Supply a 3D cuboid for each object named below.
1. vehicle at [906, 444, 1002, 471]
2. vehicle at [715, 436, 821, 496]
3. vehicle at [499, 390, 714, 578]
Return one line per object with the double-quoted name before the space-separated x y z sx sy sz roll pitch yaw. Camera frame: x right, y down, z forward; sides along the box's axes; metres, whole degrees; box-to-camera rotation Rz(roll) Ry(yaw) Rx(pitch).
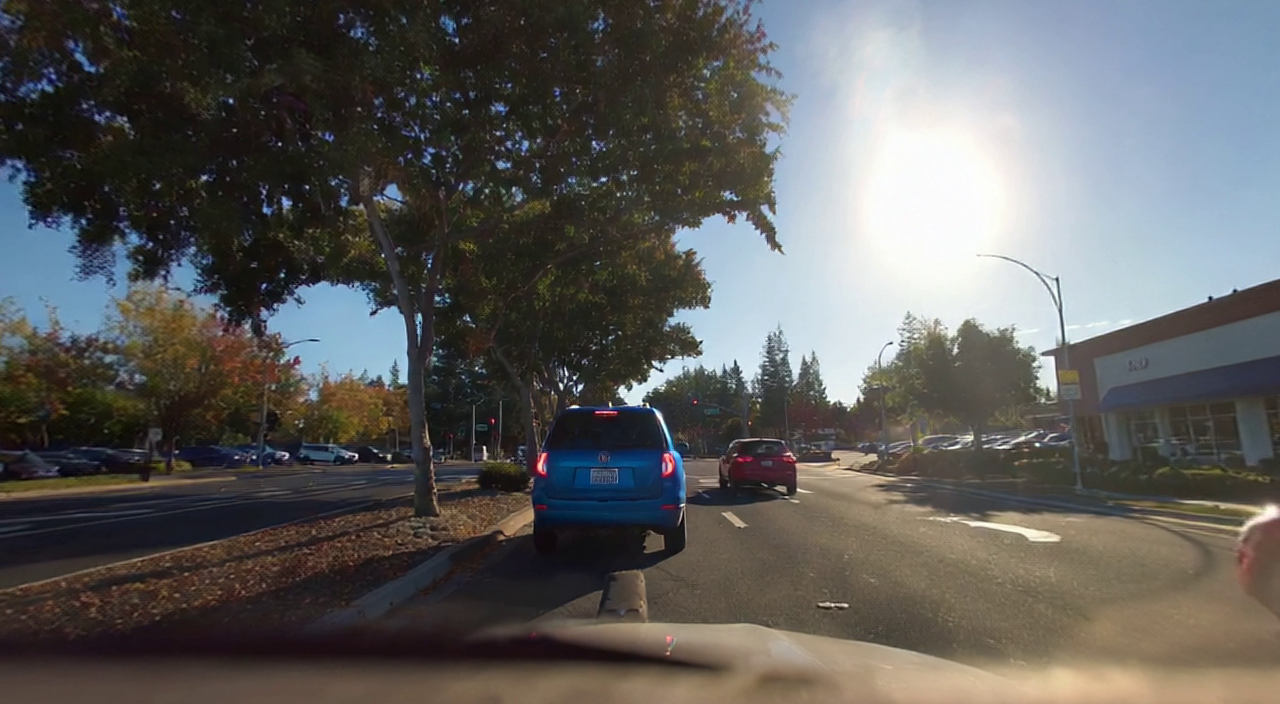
"vehicle" 17.207 5.773 34.770 4.290 1.427 1.751 0 -9 2
"vehicle" 3.670 3.378 19.119 2.098 1.555 4.778 0 -9 -1
"vehicle" -0.299 1.647 8.627 2.096 1.837 4.687 0 -9 1
